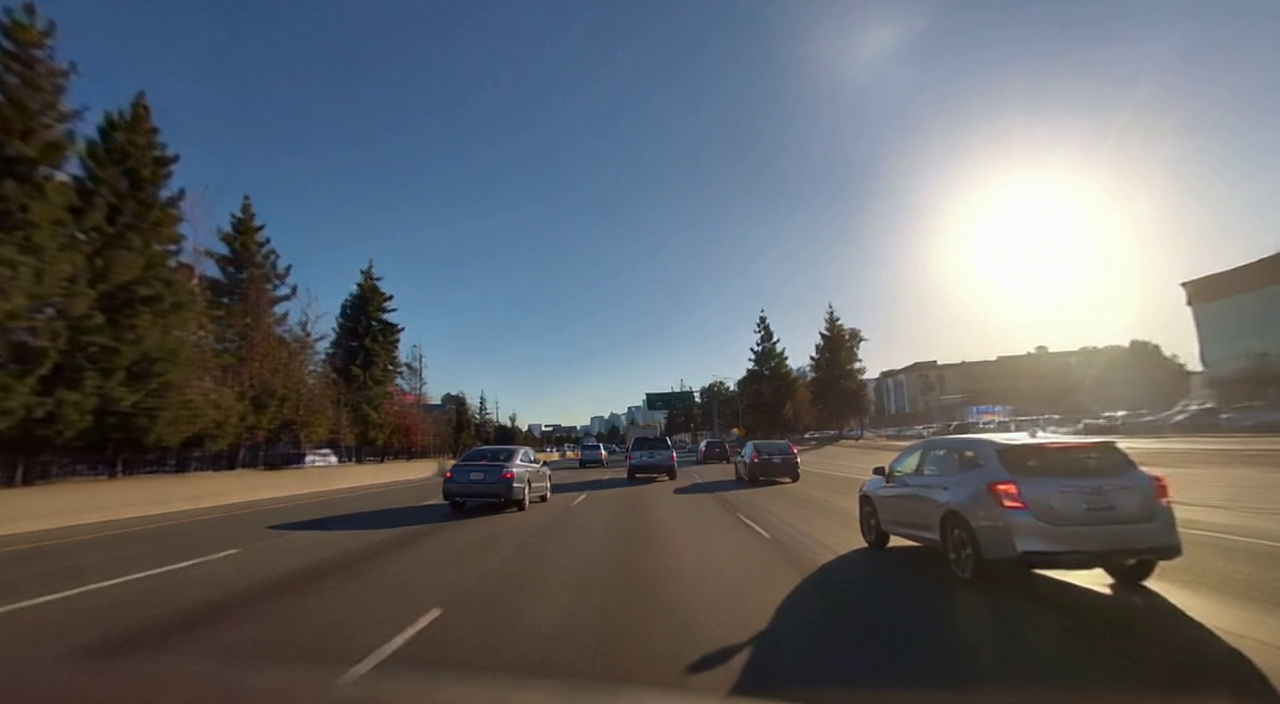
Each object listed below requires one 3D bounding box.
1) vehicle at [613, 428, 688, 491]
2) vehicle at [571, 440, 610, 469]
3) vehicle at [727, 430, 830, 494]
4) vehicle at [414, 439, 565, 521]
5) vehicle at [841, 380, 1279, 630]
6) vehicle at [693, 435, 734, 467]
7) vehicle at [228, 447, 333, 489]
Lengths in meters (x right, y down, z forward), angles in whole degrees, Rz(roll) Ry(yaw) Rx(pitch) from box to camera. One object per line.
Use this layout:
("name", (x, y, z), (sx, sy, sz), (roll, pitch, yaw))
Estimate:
("vehicle", (0.326, 3.465, 20.603), (2.153, 1.805, 4.631), (-1, -9, 1))
("vehicle", (-3.022, 6.380, 39.388), (1.951, 1.694, 4.188), (-1, -9, 2))
("vehicle", (3.958, 3.233, 18.852), (2.094, 1.676, 4.309), (0, -9, 0))
("vehicle", (-3.010, 2.689, 13.866), (1.965, 1.443, 4.968), (-1, -9, 2))
("vehicle", (3.927, 1.389, 6.655), (2.156, 1.701, 4.494), (-1, -9, 1))
("vehicle", (4.508, 6.152, 39.326), (2.039, 1.832, 3.989), (0, -9, 0))
("vehicle", (-17.115, 5.511, 30.358), (2.104, 1.780, 4.783), (-1, -9, 2))
